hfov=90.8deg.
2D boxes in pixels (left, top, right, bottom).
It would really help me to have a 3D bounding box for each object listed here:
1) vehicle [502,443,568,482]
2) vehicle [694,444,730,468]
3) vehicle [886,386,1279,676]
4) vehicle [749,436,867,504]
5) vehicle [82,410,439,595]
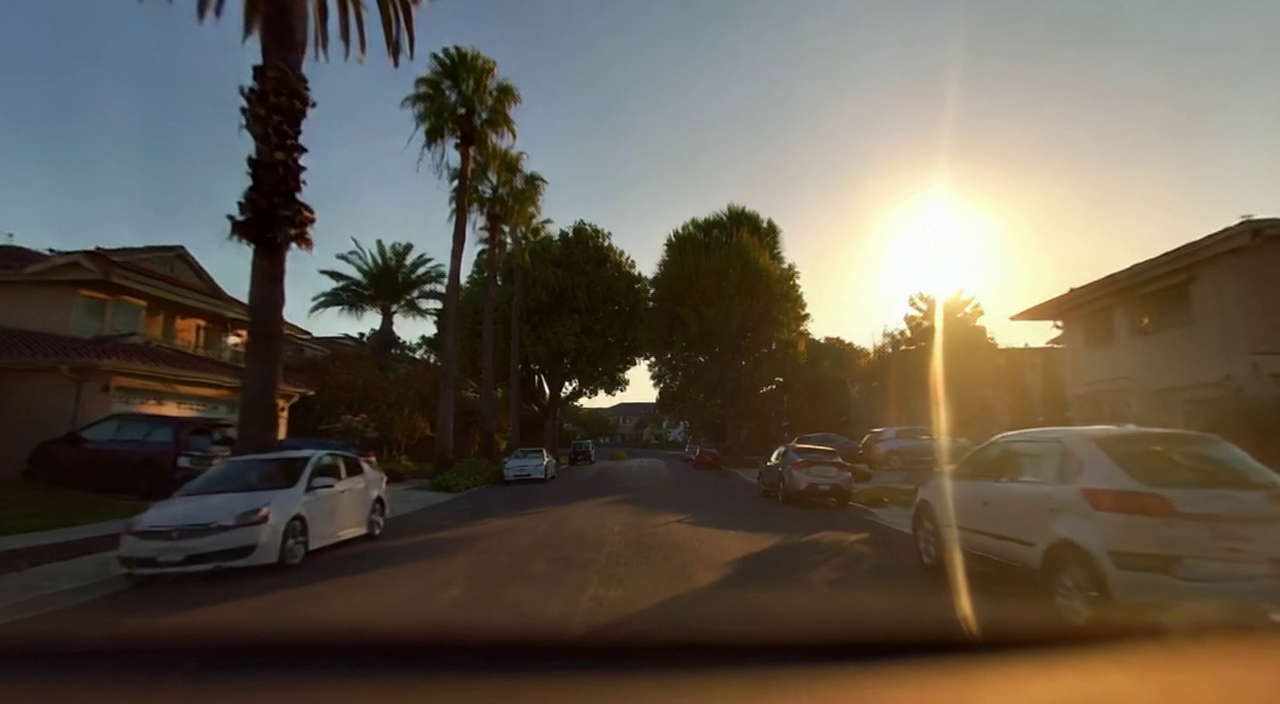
[{"bbox_3d":[-4.326,4.674,26.825,2.080,1.479,4.531,0,-10,-1],"label":"vehicle"},{"bbox_3d":[4.725,6.916,42.114,1.867,1.480,4.678,0,-8,1],"label":"vehicle"},{"bbox_3d":[4.127,1.345,5.840,2.072,1.685,4.160,0,-8,1],"label":"vehicle"},{"bbox_3d":[4.301,3.080,16.936,1.987,1.567,4.112,0,-8,0],"label":"vehicle"},{"bbox_3d":[-4.582,1.802,8.798,2.147,1.823,4.725,0,-7,-2],"label":"vehicle"}]
